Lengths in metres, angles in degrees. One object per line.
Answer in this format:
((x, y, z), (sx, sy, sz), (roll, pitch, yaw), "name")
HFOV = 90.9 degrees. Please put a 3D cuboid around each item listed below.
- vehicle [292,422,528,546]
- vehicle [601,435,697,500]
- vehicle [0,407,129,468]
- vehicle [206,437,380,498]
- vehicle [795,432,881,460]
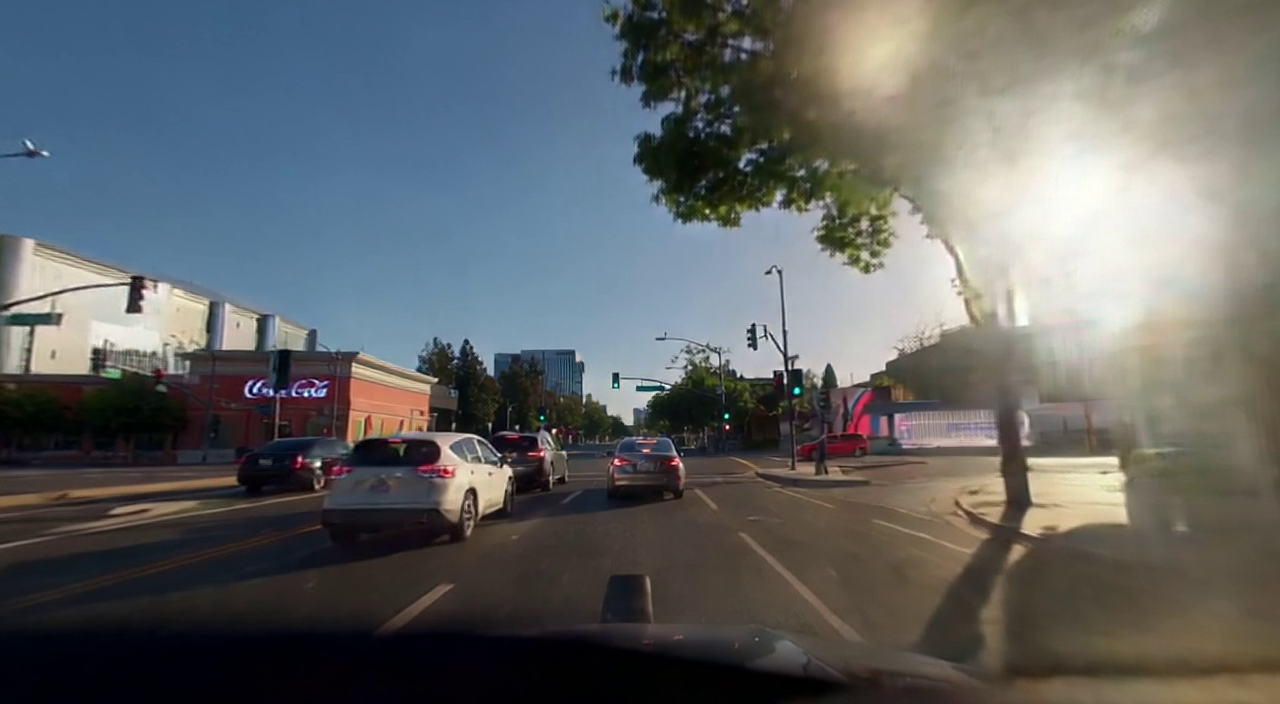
((-3.265, 1.972, 10.087), (2.029, 1.517, 4.375), (0, -8, 1), "vehicle")
((0.312, 2.991, 16.813), (2.258, 1.507, 3.896), (-1, -8, 3), "vehicle")
((-46.178, 6.272, 45.747), (14.685, 4.167, 2.923), (-1, -8, -5), "vehicle")
((-9.476, 3.170, 17.788), (2.096, 1.474, 4.585), (-1, -8, 4), "vehicle")
((13.120, 6.268, 42.057), (5.032, 1.762, 1.982), (0, -8, 0), "vehicle")
